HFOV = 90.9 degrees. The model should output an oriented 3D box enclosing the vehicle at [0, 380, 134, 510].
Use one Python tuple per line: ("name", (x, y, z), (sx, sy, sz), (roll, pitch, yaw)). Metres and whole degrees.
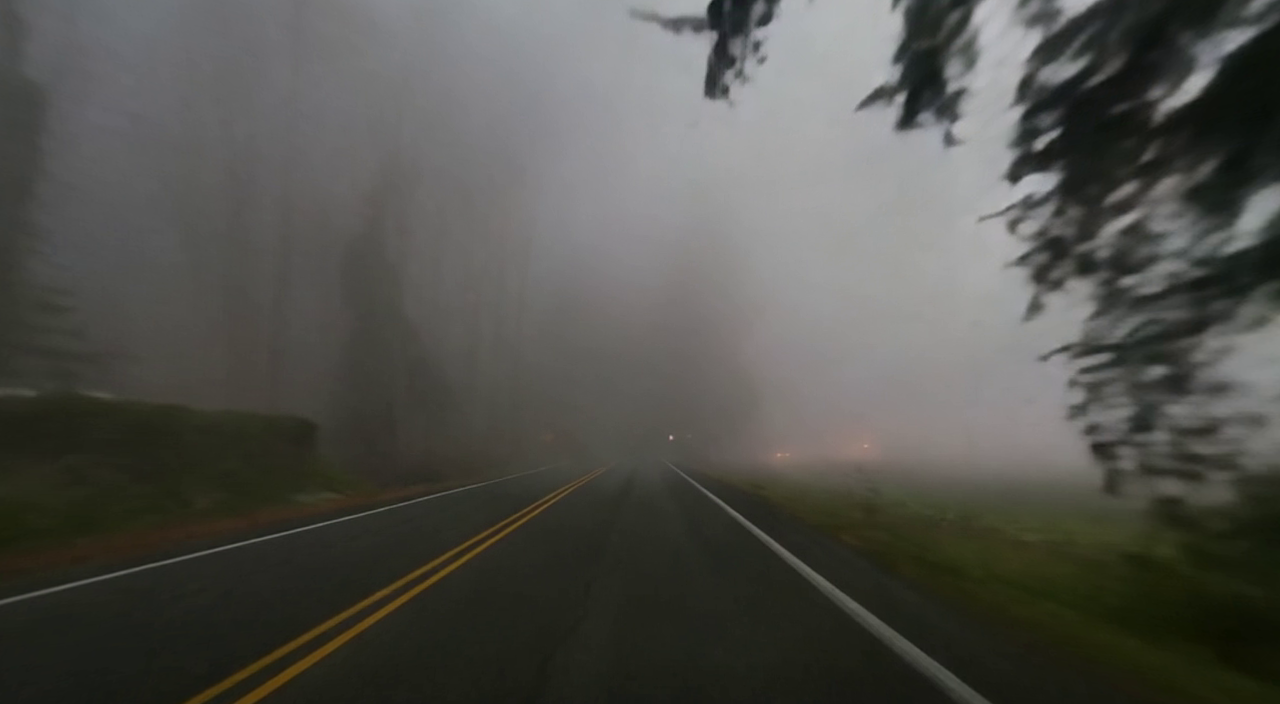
("vehicle", (-23.228, 2.887, 19.065), (3.031, 4.352, 15.623), (-4, -9, 0))
